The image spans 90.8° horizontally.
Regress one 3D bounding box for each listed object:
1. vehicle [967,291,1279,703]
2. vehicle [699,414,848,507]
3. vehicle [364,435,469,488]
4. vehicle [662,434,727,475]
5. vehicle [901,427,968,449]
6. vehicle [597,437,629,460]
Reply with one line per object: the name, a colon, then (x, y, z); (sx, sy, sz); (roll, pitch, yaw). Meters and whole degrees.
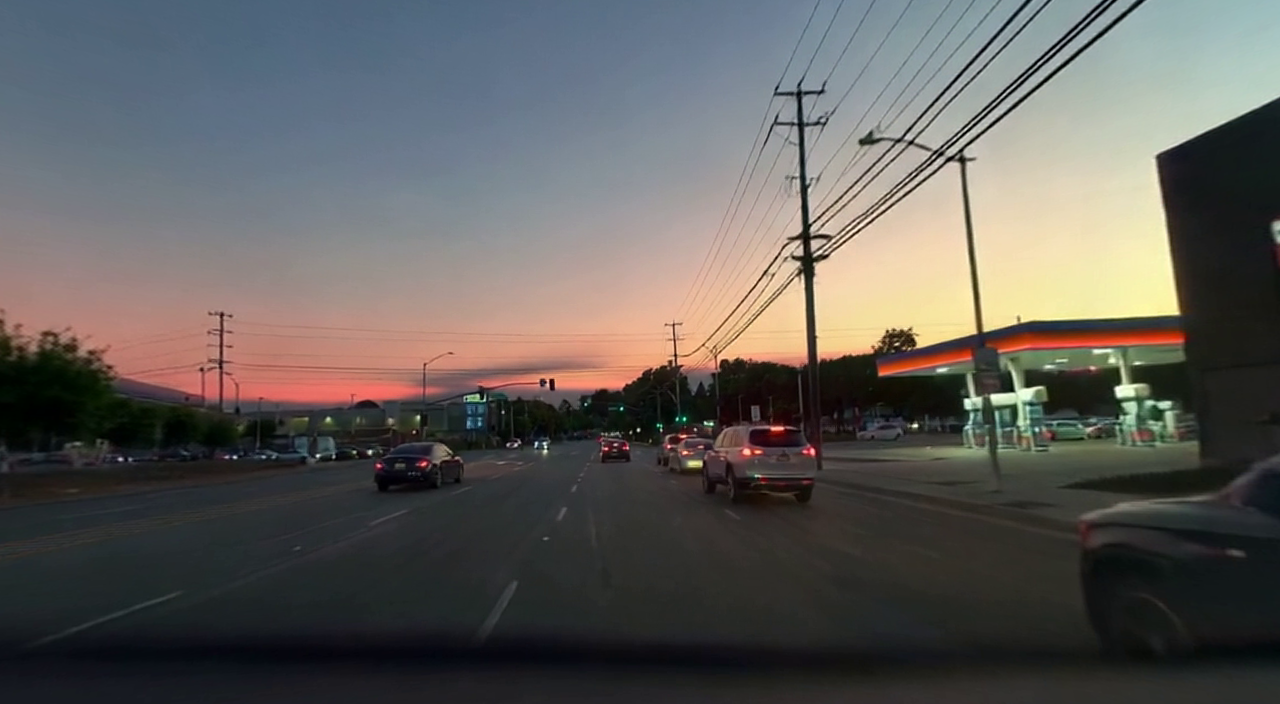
vehicle: (3.560, 0.584, 1.488); (2.582, 1.810, 5.315); (0, -8, -2)
vehicle: (2.912, 2.529, 15.131); (2.124, 1.824, 4.973); (0, -8, -4)
vehicle: (-7.006, 3.461, 20.309); (2.075, 1.470, 4.190); (0, -8, -4)
vehicle: (2.127, 4.163, 25.877); (1.945, 1.470, 4.363); (0, -8, -5)
vehicle: (22.181, 6.550, 47.823); (1.934, 1.570, 5.073); (1, -9, -10)
vehicle: (-1.889, 6.579, 43.078); (2.065, 1.484, 3.894); (0, -8, -4)
